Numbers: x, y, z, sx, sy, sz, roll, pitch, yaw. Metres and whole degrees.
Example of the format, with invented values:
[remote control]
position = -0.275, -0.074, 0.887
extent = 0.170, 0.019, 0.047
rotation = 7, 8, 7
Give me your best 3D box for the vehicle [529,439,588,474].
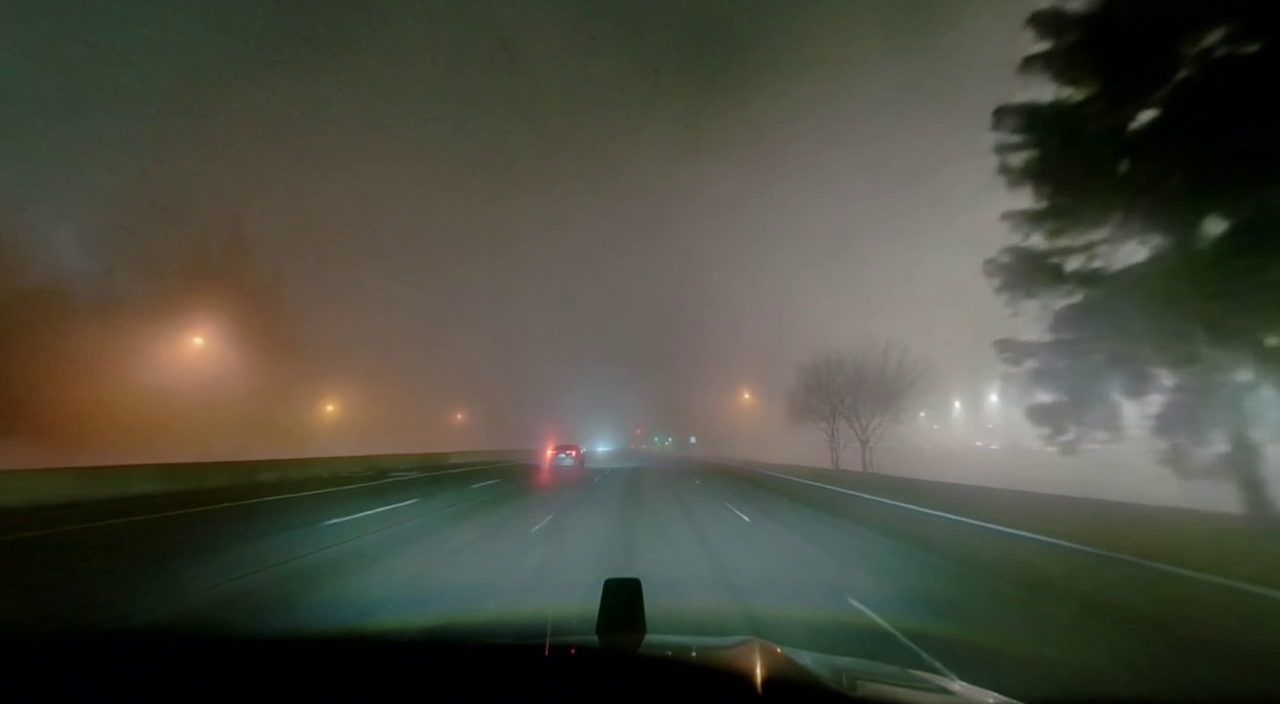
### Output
[vehicle]
position = -3.657, 4.776, 29.063
extent = 2.128, 1.450, 4.078
rotation = 0, -8, 1
